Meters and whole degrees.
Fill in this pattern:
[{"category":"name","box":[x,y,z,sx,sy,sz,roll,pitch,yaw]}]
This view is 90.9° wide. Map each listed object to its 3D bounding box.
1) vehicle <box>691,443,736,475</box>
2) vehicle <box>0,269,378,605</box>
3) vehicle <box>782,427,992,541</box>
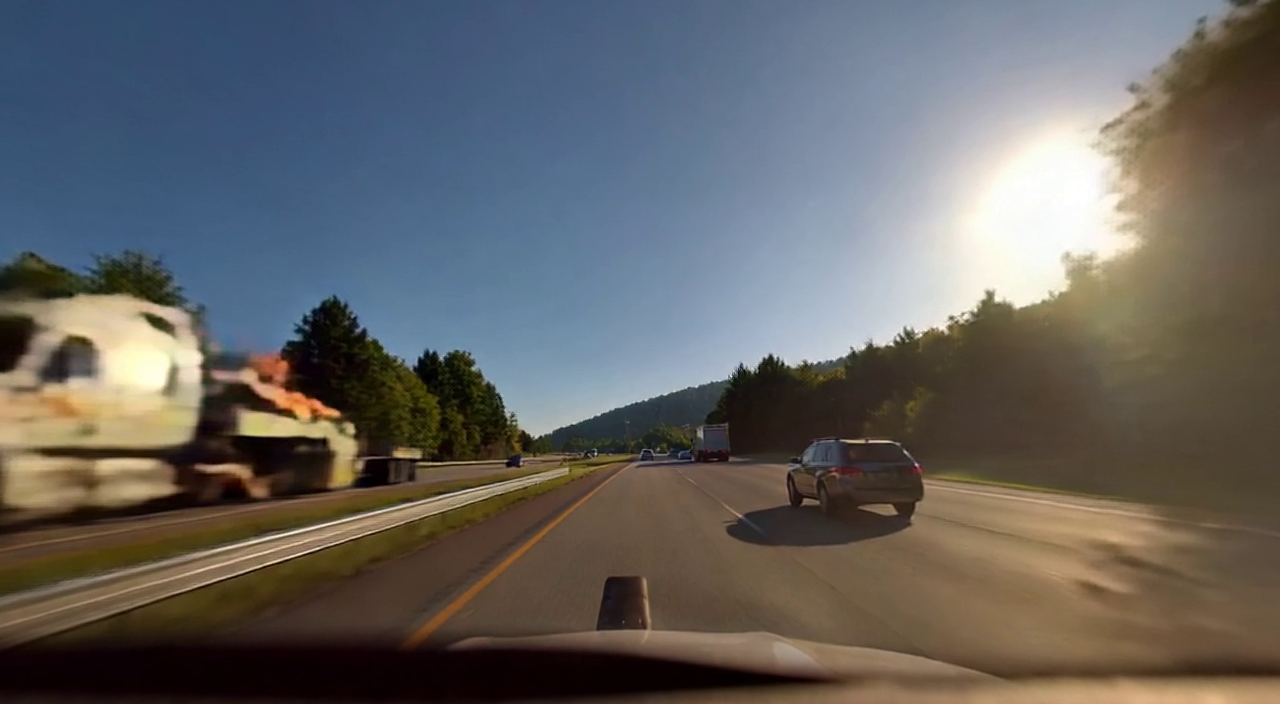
[{"category":"vehicle","box":[4.146,6.106,36.080,2.022,1.658,4.132,0,-9,-1]},{"category":"vehicle","box":[-7.851,1.481,10.746,3.011,3.465,8.510,0,-9,0]},{"category":"vehicle","box":[3.989,2.203,11.074,2.005,1.604,4.002,0,-9,-1]}]
